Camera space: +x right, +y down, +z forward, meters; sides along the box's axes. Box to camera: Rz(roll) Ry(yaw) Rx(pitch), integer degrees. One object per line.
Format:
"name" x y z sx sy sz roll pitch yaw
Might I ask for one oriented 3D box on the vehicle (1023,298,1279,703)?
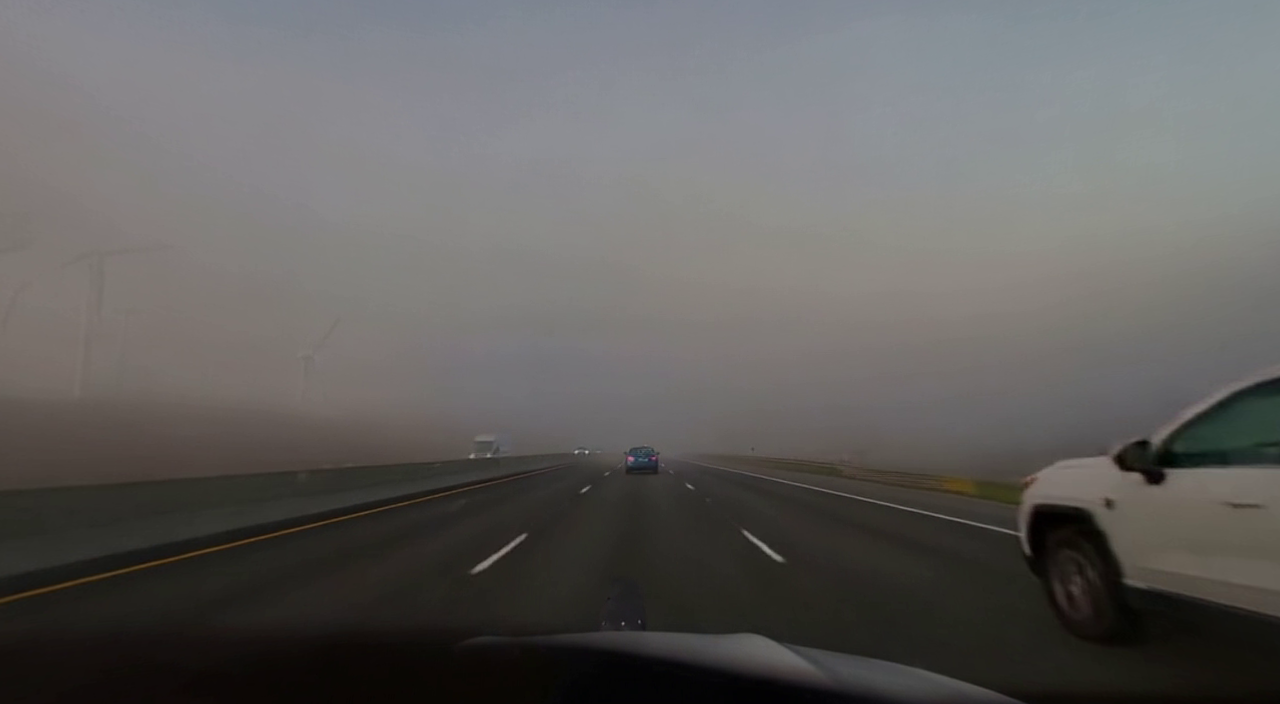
"vehicle" 3.728 0.581 1.810 2.104 1.861 4.956 0 -9 0

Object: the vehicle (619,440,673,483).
"vehicle" 0.211 4.564 26.488 2.083 1.653 3.787 0 -9 -1
